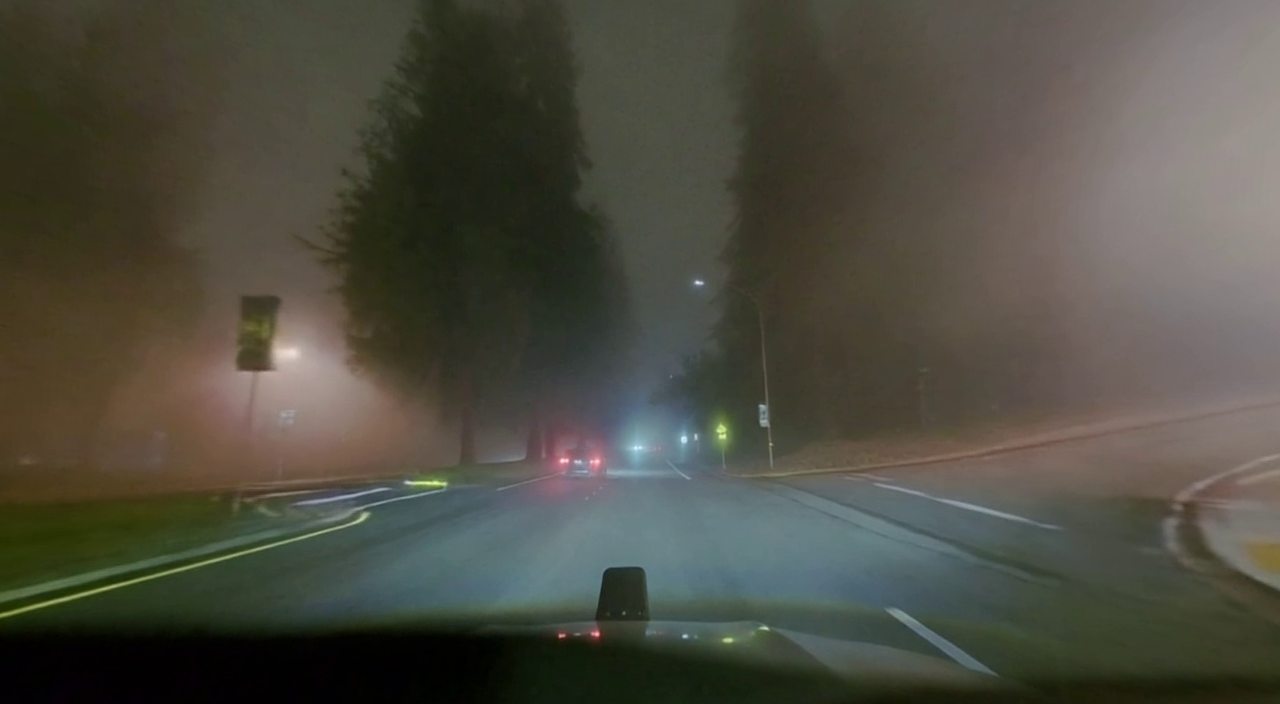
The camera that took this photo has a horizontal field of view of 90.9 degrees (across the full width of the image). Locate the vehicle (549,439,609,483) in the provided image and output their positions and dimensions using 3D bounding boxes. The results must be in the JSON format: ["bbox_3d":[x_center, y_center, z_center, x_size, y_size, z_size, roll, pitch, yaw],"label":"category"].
[{"bbox_3d":[-2.498,4.607,26.859,2.016,1.694,4.335,0,-8,1],"label":"vehicle"}]
